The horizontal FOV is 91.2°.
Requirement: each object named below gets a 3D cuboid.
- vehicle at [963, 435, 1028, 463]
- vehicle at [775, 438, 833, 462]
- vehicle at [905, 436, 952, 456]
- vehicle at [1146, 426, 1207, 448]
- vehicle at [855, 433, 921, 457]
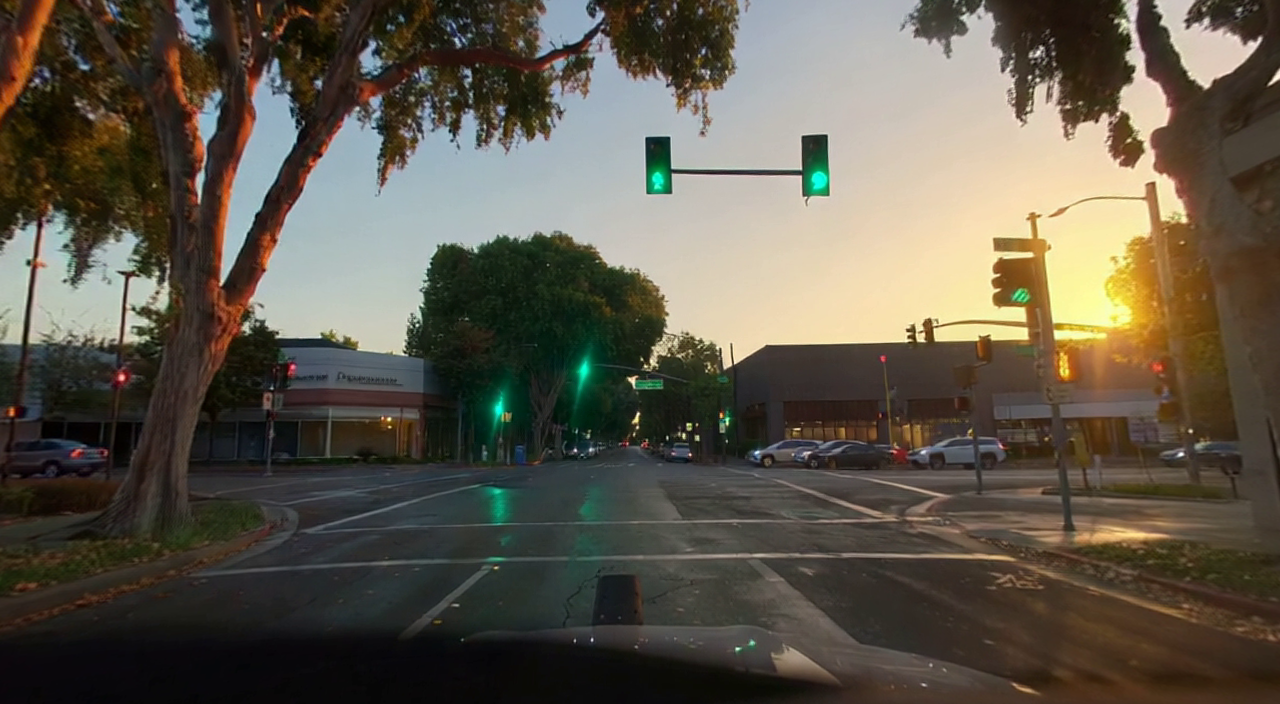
[{"bbox_3d":[20.972,5.725,37.120,1.851,1.388,3.475,0,-5,0],"label":"vehicle"},{"bbox_3d":[11.100,6.616,42.262,1.955,1.508,4.295,-8,-12,42],"label":"vehicle"},{"bbox_3d":[21.813,7.143,47.503,1.923,1.463,3.758,-1,-9,3],"label":"vehicle"},{"bbox_3d":[41.061,6.538,48.065,1.682,1.422,3.422,3,-10,1],"label":"vehicle"},{"bbox_3d":[16.927,6.336,42.695,4.522,1.546,1.941,6,-11,-34],"label":"vehicle"}]
